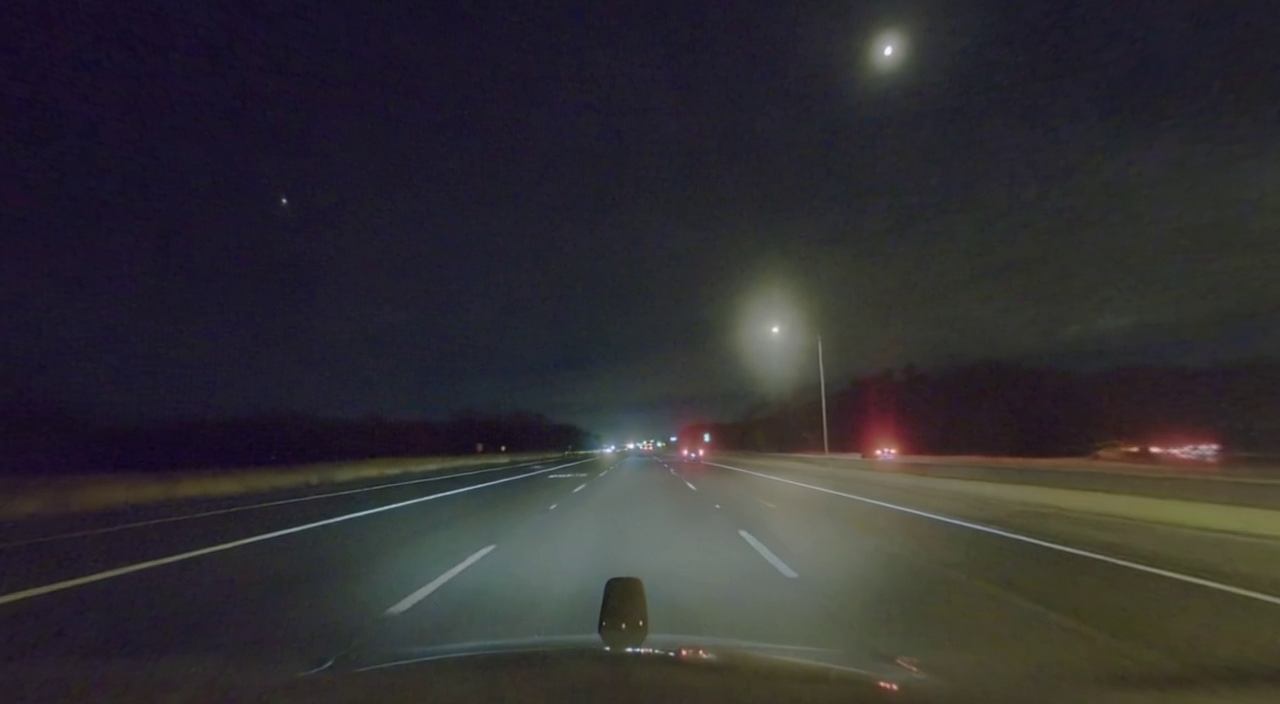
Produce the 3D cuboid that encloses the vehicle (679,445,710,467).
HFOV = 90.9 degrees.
[{"bbox_3d":[4.040,7.754,47.326,2.003,1.520,4.058,0,-8,0],"label":"vehicle"}]
